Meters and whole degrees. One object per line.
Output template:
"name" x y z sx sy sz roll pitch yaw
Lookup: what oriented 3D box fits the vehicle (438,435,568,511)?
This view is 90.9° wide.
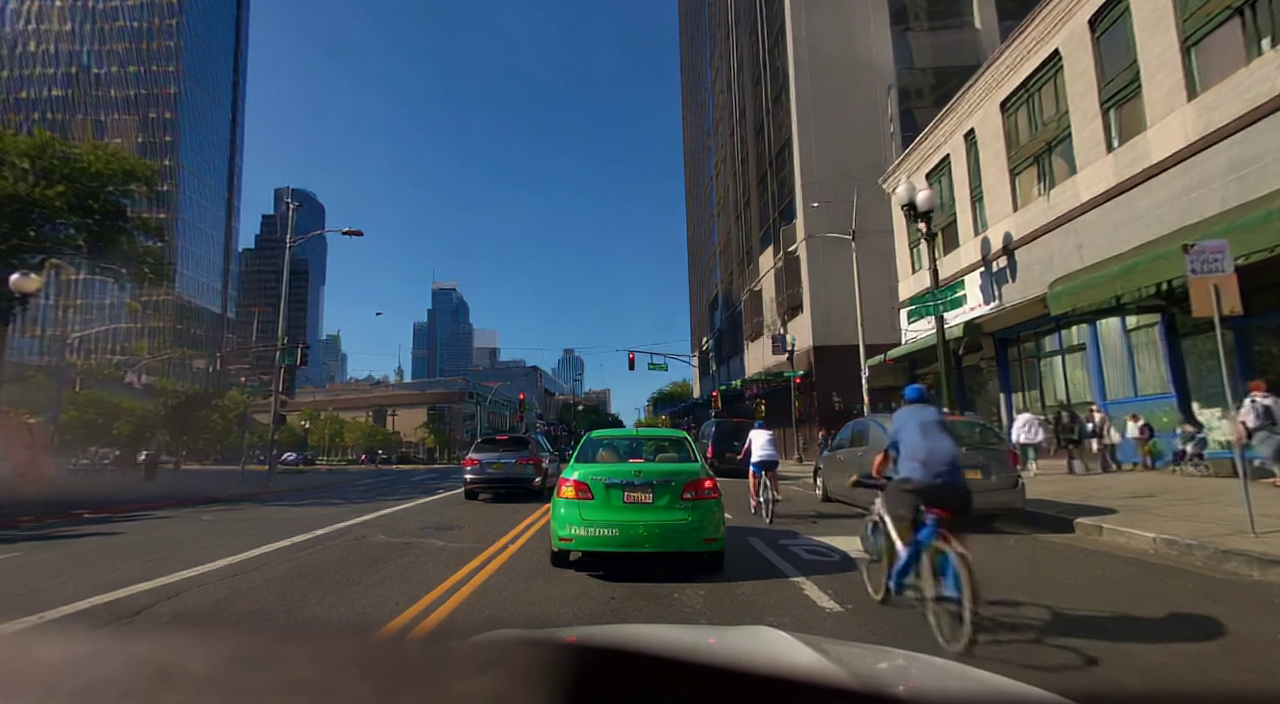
"vehicle" -2.943 2.709 14.615 2.039 1.452 4.489 0 -9 0

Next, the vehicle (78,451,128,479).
"vehicle" -35.737 7.475 41.944 2.264 1.722 4.721 7 -11 -40

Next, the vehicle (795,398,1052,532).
"vehicle" 4.511 1.912 11.124 2.142 1.829 4.767 0 -9 -2

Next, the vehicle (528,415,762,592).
"vehicle" 0.018 1.658 7.720 2.091 1.557 4.000 0 -9 -1
